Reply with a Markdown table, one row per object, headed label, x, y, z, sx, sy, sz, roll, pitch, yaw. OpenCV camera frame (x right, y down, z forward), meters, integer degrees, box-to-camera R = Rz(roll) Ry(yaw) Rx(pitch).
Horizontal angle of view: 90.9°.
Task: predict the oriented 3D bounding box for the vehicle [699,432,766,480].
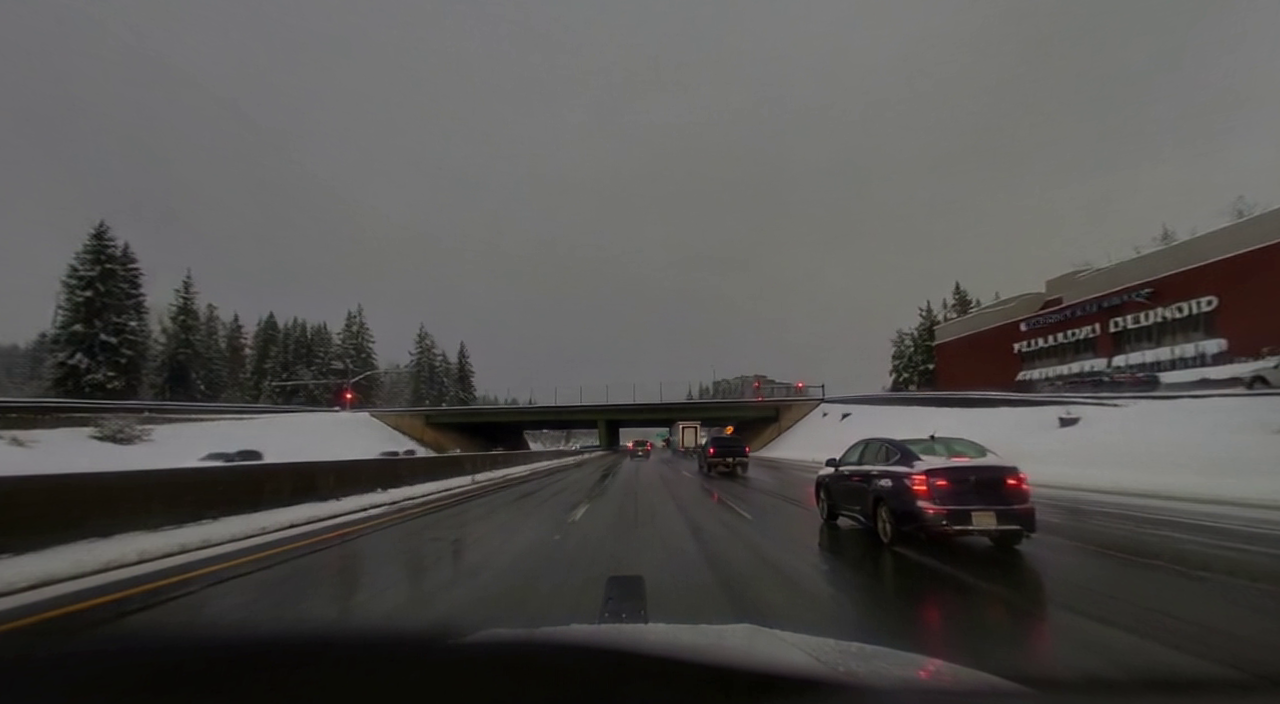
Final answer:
| label | x | y | z | sx | sy | sz | roll | pitch | yaw |
| --- | --- | --- | --- | --- | --- | --- | --- | --- | --- |
| vehicle | 3.855 | 4.445 | 27.130 | 2.086 | 1.858 | 4.737 | 0 | -8 | -1 |

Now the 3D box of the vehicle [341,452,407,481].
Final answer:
| label | x | y | z | sx | sy | sz | roll | pitch | yaw |
| --- | --- | --- | --- | --- | --- | --- | --- | --- | --- |
| vehicle | -15.272 | 6.590 | 36.501 | 1.864 | 1.480 | 4.473 | 0 | -8 | 1 |

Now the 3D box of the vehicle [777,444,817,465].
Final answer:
| label | x | y | z | sx | sy | sz | roll | pitch | yaw |
| --- | --- | --- | --- | --- | --- | --- | --- | --- | --- |
| vehicle | 11.683 | 7.639 | 47.074 | 1.926 | 1.451 | 3.936 | 0 | -8 | -1 |

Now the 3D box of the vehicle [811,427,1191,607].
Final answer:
| label | x | y | z | sx | sy | sz | roll | pitch | yaw |
| --- | --- | --- | --- | --- | --- | --- | --- | --- | --- |
| vehicle | 3.636 | 1.708 | 7.560 | 1.902 | 1.481 | 4.451 | 0 | -8 | 0 |

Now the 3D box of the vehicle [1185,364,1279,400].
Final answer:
| label | x | y | z | sx | sy | sz | roll | pitch | yaw |
| --- | --- | --- | --- | --- | --- | --- | --- | --- | --- |
| vehicle | 36.218 | 1.909 | 38.282 | 2.024 | 1.757 | 4.696 | -1 | -8 | 1 |

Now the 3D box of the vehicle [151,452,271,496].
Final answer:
| label | x | y | z | sx | sy | sz | roll | pitch | yaw |
| --- | --- | --- | --- | --- | --- | --- | --- | --- | --- |
| vehicle | -18.368 | 5.218 | 27.327 | 2.027 | 1.666 | 4.508 | 0 | -8 | 0 |
